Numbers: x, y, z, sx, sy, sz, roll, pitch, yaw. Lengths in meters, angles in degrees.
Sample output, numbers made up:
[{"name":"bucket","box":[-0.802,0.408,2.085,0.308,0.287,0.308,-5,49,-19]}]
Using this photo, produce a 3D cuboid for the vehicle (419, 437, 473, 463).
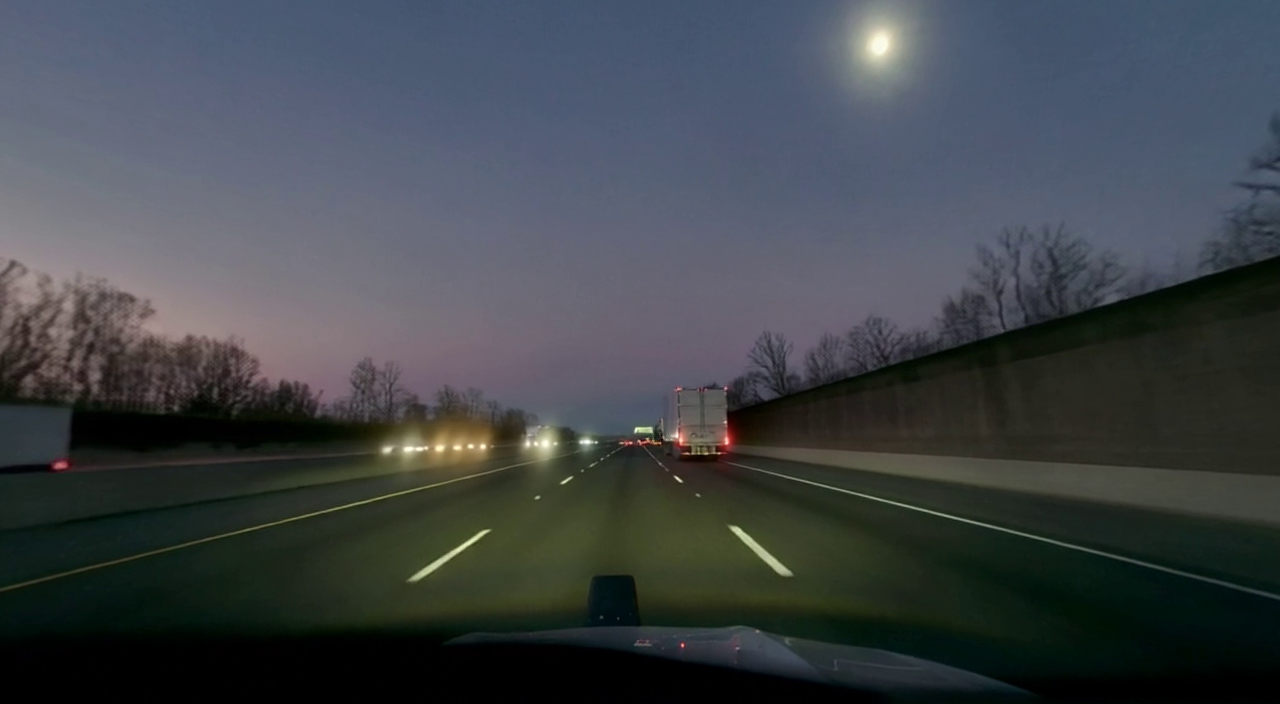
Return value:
[{"name":"vehicle","box":[-12.291,6.207,40.171,1.993,1.570,4.855,0,-8,-1]}]

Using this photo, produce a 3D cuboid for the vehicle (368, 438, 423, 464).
[{"name":"vehicle","box":[-15.992,6.453,41.290,1.905,1.641,4.417,0,-8,-1]}]

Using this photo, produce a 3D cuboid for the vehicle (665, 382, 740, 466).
[{"name":"vehicle","box":[3.424,4.615,39.380,2.979,4.161,15.508,0,-7,-1]}]
